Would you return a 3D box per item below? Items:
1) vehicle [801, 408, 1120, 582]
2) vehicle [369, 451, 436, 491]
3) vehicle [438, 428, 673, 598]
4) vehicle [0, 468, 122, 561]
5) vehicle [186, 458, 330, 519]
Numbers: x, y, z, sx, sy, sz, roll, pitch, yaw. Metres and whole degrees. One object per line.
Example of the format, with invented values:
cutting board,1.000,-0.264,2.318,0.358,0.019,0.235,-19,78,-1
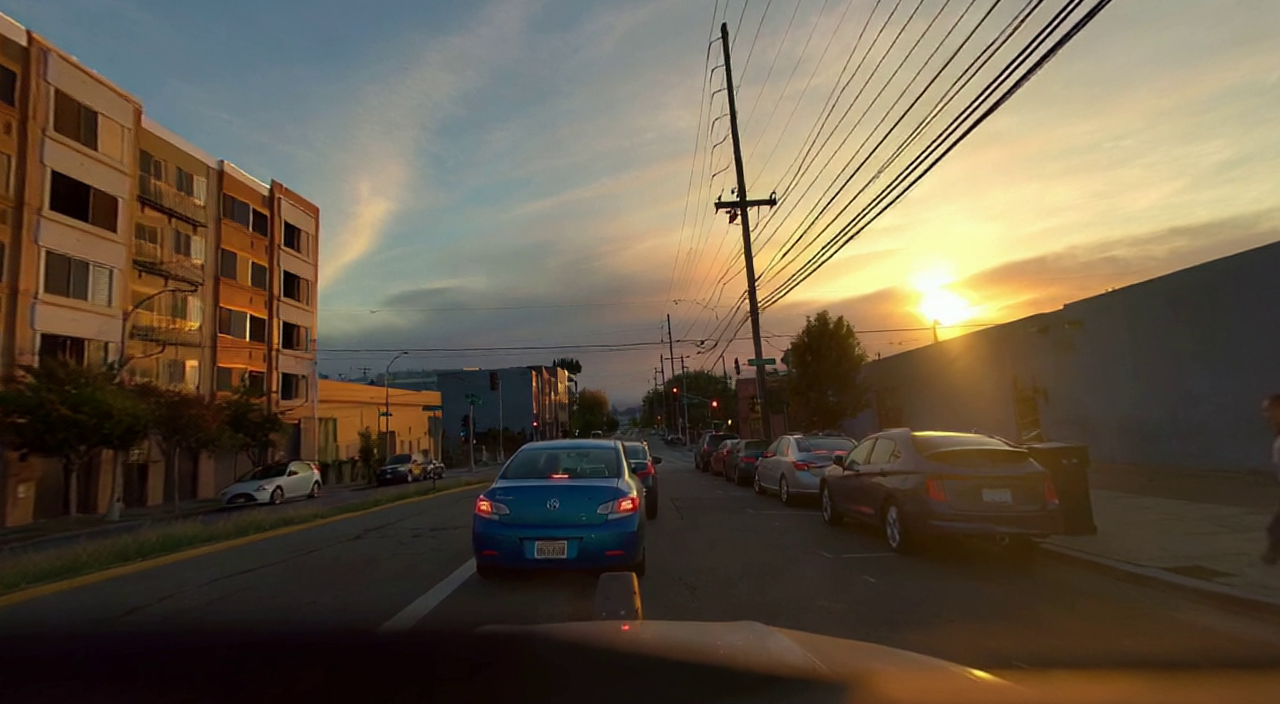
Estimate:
vehicle,3.794,1.761,8.613,1.967,1.721,4.410,0,-8,-1
vehicle,-11.912,5.947,31.947,2.011,1.687,4.079,-3,-8,-2
vehicle,-0.708,1.735,7.814,2.019,1.453,4.603,0,-8,1
vehicle,-11.921,2.900,11.018,1.850,1.487,4.711,-2,-8,-1
vehicle,-11.865,4.226,20.043,1.868,1.491,4.367,-4,-8,0
